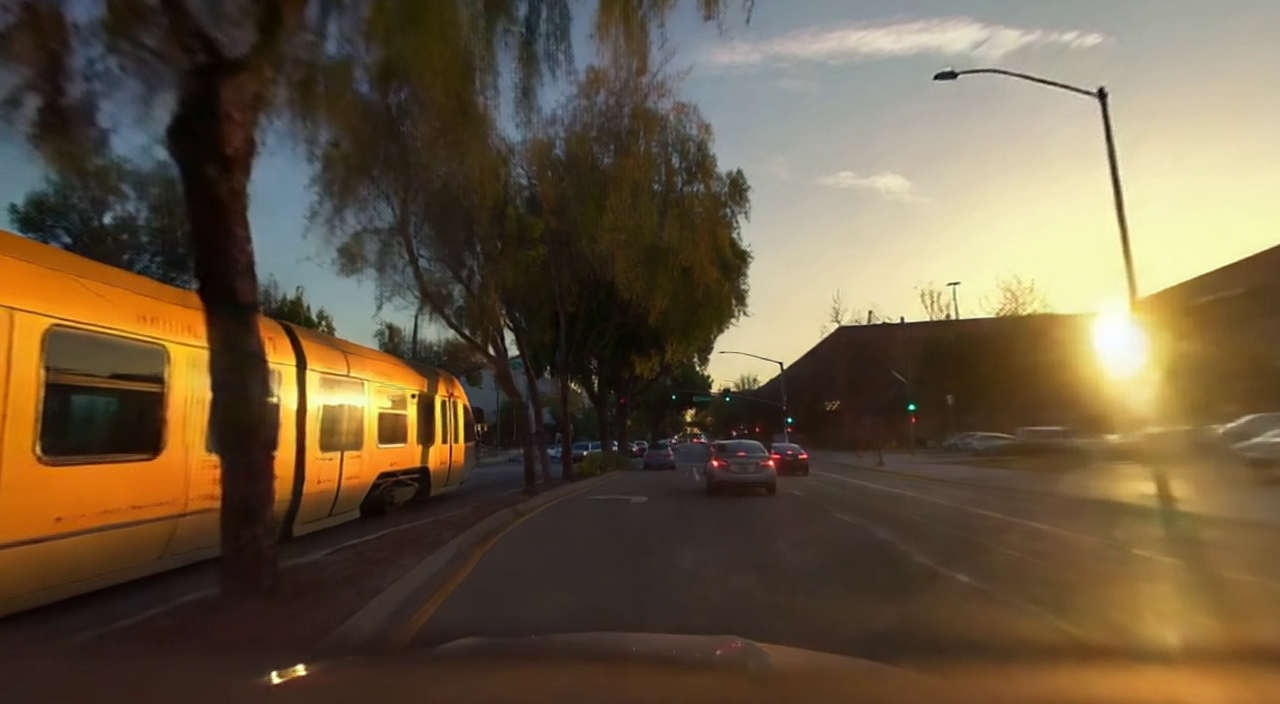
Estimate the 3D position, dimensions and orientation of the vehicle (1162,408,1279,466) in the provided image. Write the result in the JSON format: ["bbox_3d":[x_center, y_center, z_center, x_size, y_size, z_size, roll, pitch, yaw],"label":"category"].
[{"bbox_3d":[23.958,3.244,24.061,5.654,2.107,2.513,-1,-8,6],"label":"vehicle"}]

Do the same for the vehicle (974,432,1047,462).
[{"bbox_3d":[20.247,5.199,34.738,1.831,1.545,3.872,0,-8,4],"label":"vehicle"}]

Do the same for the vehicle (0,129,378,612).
[{"bbox_3d":[-6.480,0.013,3.883,2.897,3.700,13.528,-1,-7,5],"label":"vehicle"}]

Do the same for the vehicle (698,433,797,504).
[{"bbox_3d":[2.476,2.794,15.640,2.002,1.471,4.337,0,-8,4],"label":"vehicle"}]

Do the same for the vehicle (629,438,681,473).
[{"bbox_3d":[0.776,4.731,29.095,2.118,1.478,4.076,-1,-8,5],"label":"vehicle"}]

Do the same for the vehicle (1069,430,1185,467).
[{"bbox_3d":[21.996,4.339,28.821,1.825,1.462,4.764,-3,-8,6],"label":"vehicle"}]
